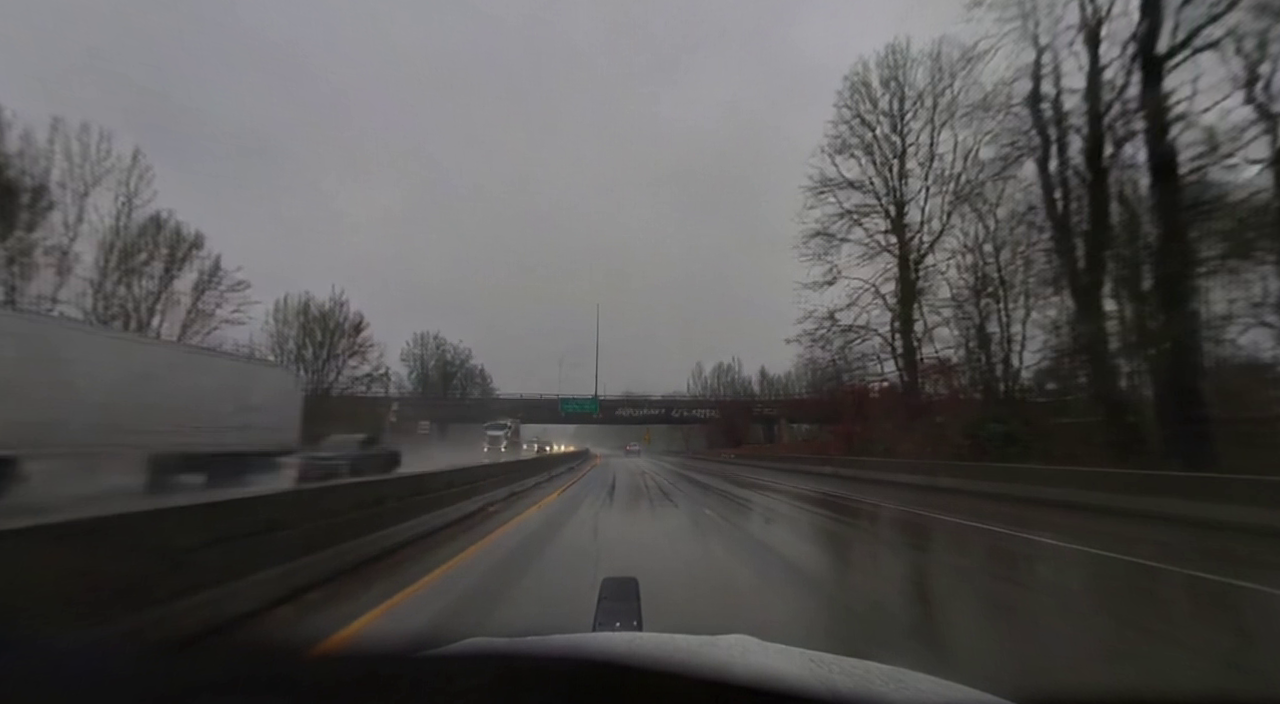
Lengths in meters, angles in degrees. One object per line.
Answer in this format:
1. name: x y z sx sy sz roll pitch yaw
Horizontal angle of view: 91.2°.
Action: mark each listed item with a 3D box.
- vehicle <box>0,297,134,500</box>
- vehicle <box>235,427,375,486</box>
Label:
1. vehicle: -13.711 0.903 11.982 2.987 3.824 5.991 0 -9 -2
2. vehicle: -9.527 3.016 18.264 1.879 1.505 4.047 0 -9 -1
